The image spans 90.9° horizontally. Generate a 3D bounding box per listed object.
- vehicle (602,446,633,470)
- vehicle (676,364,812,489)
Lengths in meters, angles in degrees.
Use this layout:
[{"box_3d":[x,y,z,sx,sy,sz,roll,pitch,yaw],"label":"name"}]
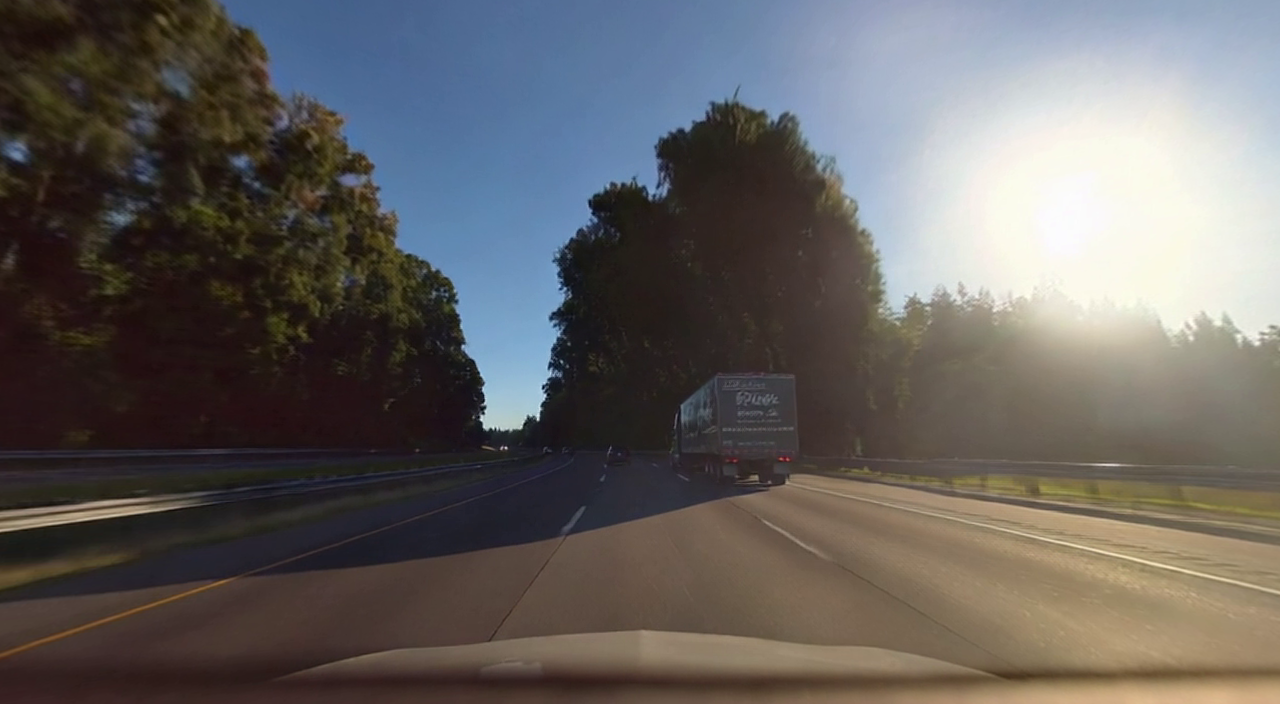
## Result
[{"box_3d":[-1.394,6.732,40.156,1.913,1.460,3.610,0,-9,-1],"label":"vehicle"},{"box_3d":[3.731,3.462,27.307,2.951,4.012,14.203,0,-9,-2],"label":"vehicle"}]
